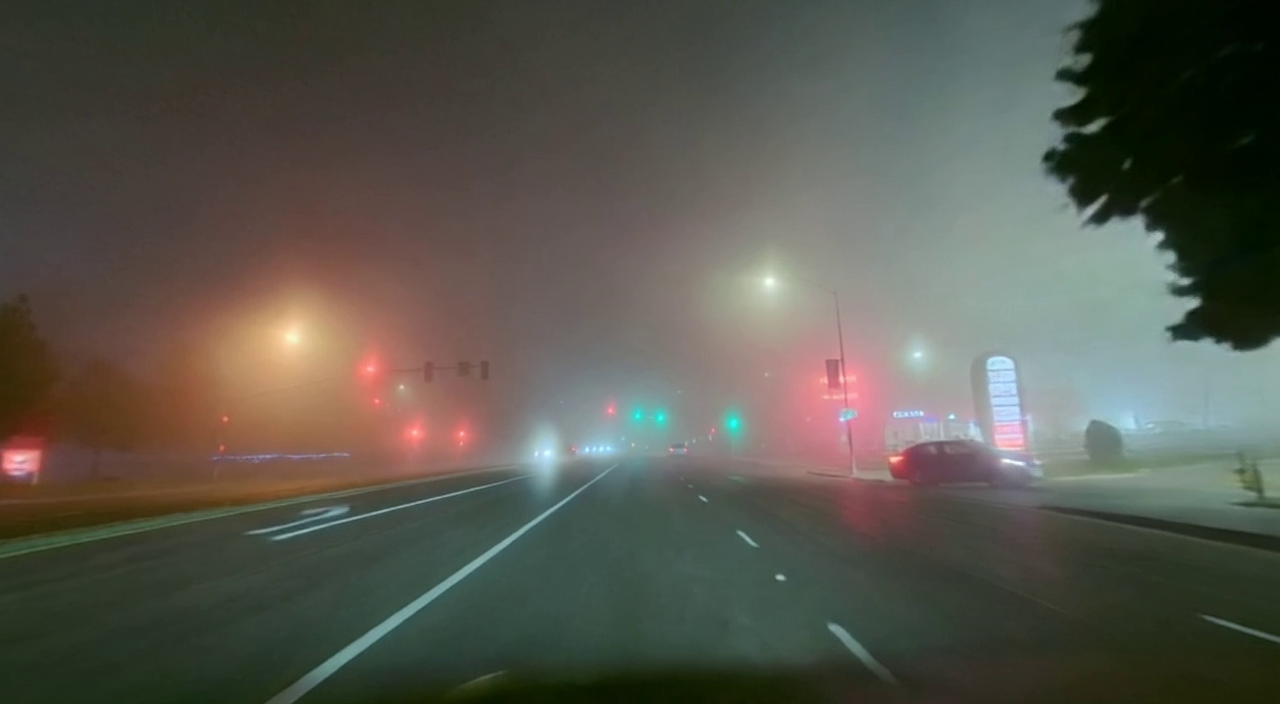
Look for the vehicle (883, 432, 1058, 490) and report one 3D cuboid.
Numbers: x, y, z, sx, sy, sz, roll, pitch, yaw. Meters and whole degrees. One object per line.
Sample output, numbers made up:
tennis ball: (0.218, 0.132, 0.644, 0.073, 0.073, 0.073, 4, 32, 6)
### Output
vehicle: (9.527, 3.167, 18.449, 4.007, 1.591, 1.915, -1, -8, 3)
